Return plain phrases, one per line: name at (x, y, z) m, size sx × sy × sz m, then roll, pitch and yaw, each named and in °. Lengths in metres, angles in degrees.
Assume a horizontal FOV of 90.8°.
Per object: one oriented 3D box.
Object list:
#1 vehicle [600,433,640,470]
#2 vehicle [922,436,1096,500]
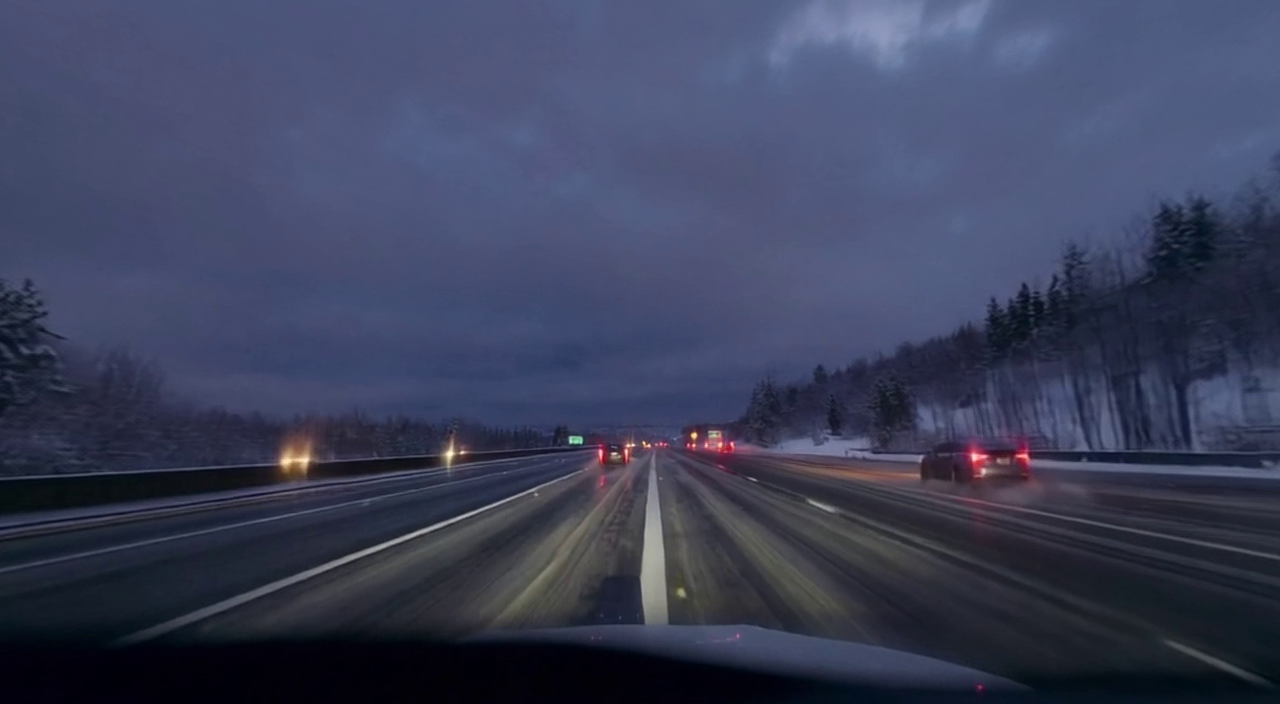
vehicle at (-0.988, 5.334, 34.019) m, size 1.893 × 1.827 × 4.513 m, roll 0°, pitch -9°, yaw 1°
vehicle at (9.427, 2.981, 16.687) m, size 1.900 × 1.432 × 4.519 m, roll 0°, pitch -8°, yaw 1°
